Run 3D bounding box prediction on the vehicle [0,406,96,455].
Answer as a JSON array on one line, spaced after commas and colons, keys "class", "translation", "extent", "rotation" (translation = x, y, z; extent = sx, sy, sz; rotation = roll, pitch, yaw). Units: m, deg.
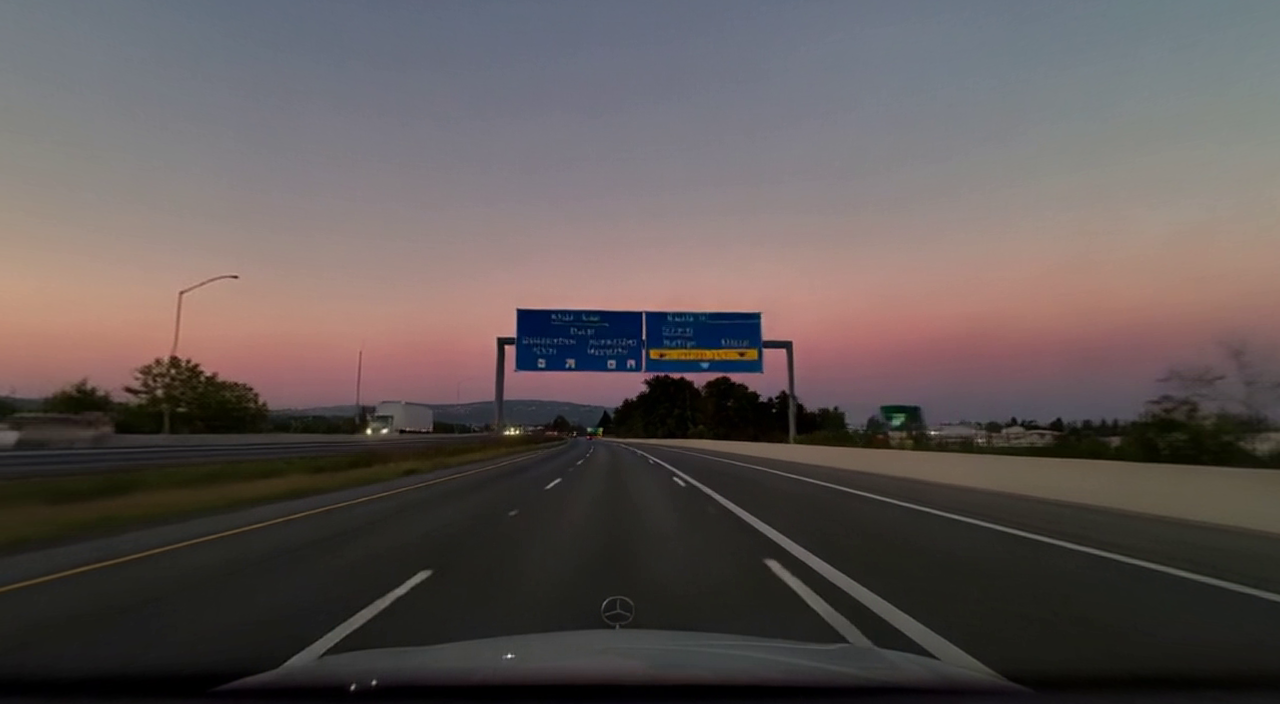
[{"class": "vehicle", "translation": [-20.691, 2.570, 20.570], "extent": [1.916, 1.493, 4.550], "rotation": [0, -8, -3]}]
